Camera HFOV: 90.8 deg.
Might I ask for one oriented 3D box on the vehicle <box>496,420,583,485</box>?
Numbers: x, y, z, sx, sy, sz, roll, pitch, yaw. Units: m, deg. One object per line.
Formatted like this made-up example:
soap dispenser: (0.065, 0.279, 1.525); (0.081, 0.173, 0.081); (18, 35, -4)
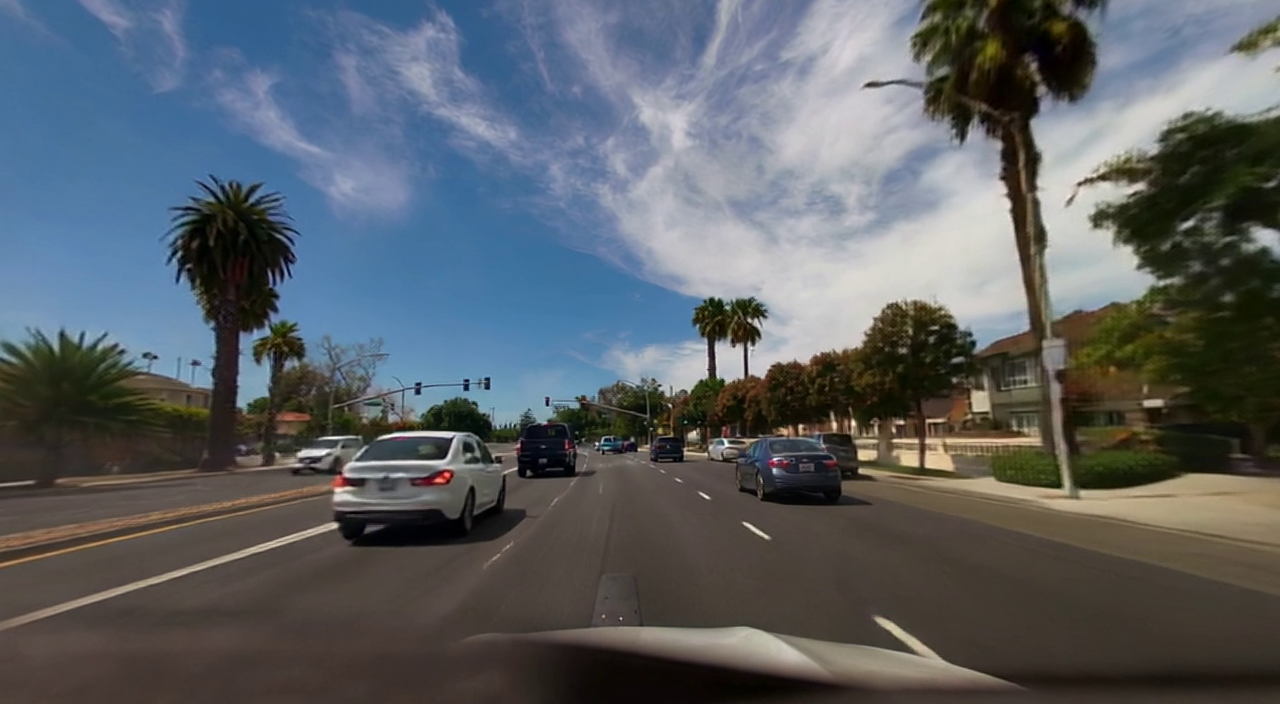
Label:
vehicle: (-3.319, 3.511, 22.394); (2.354, 1.948, 6.355); (0, -8, -3)

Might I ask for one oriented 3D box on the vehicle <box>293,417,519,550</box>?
vehicle: (-3.200, 1.875, 9.686); (1.922, 1.577, 4.140); (0, -8, -1)

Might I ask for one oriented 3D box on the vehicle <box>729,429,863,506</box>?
vehicle: (3.358, 2.570, 14.485); (1.870, 1.491, 4.009); (0, -8, -3)

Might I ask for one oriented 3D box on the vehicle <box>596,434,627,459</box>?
vehicle: (-2.230, 7.290, 48.793); (2.164, 1.867, 4.254); (1, -8, -6)

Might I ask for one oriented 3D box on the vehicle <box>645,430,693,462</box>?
vehicle: (1.787, 6.158, 41.421); (2.391, 1.960, 5.600); (1, -8, -5)
